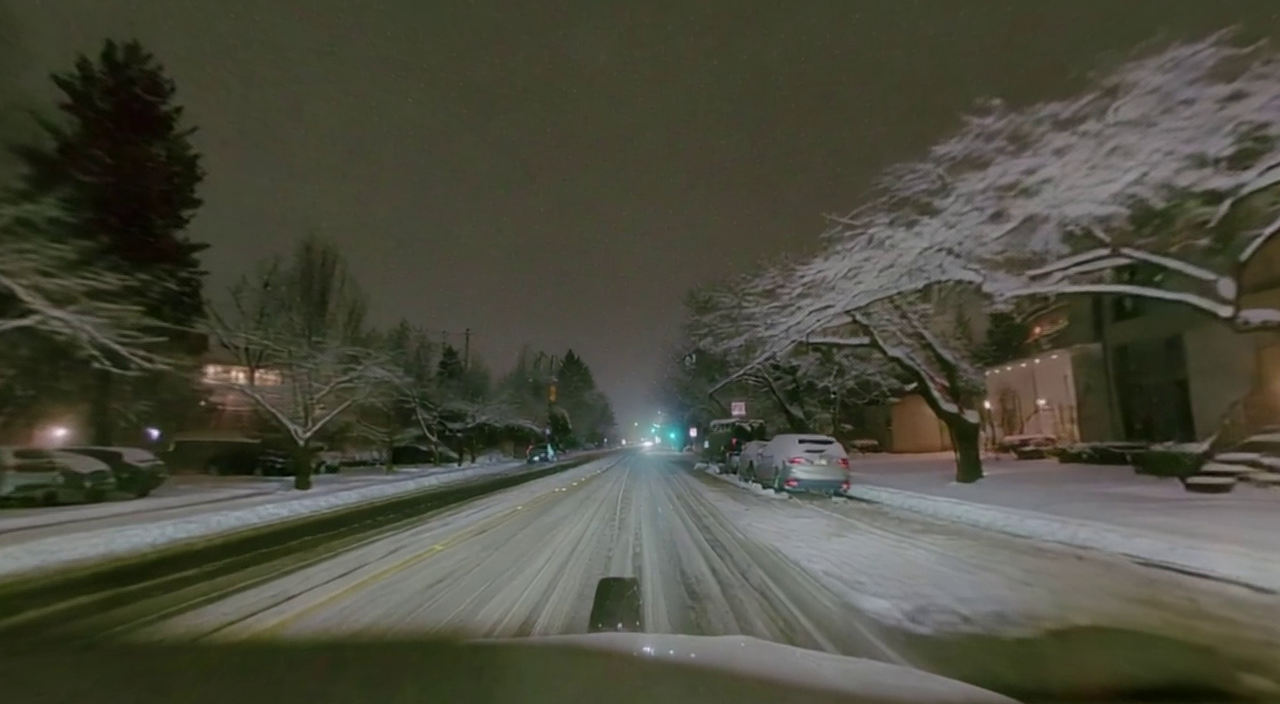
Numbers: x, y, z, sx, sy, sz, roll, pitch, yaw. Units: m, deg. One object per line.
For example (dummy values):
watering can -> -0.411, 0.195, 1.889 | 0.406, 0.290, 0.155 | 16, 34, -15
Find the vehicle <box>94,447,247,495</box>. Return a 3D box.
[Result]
vehicle -> -15.713, 3.936, 21.200 | 4.181, 1.467, 1.851 | -3, -9, 16

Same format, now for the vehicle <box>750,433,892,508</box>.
vehicle -> 4.237, 2.857, 15.823 | 1.952, 1.538, 5.215 | 0, -8, -1

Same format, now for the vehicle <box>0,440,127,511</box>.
vehicle -> -15.643, 3.042, 15.984 | 4.579, 1.573, 2.001 | -4, -9, 21

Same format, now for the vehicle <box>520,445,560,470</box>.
vehicle -> -6.557, 6.924, 41.859 | 1.928, 1.537, 4.439 | 0, -8, 0
